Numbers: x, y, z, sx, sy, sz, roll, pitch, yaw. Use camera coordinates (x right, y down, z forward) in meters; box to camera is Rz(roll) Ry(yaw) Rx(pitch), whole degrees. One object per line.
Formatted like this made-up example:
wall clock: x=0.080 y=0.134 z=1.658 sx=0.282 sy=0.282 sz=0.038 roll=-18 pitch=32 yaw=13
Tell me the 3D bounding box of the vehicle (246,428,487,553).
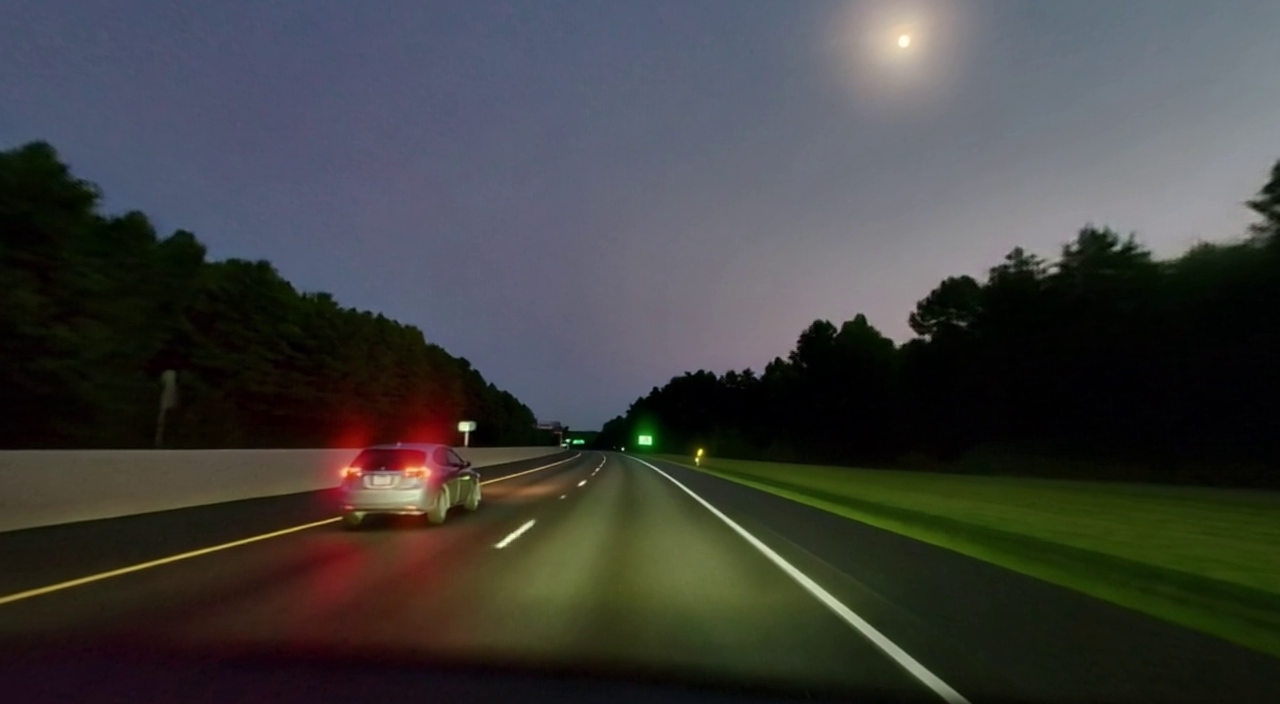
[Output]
vehicle: x=-3.875 y=2.018 z=9.816 sx=1.990 sy=1.532 sz=3.911 roll=0 pitch=-9 yaw=0
